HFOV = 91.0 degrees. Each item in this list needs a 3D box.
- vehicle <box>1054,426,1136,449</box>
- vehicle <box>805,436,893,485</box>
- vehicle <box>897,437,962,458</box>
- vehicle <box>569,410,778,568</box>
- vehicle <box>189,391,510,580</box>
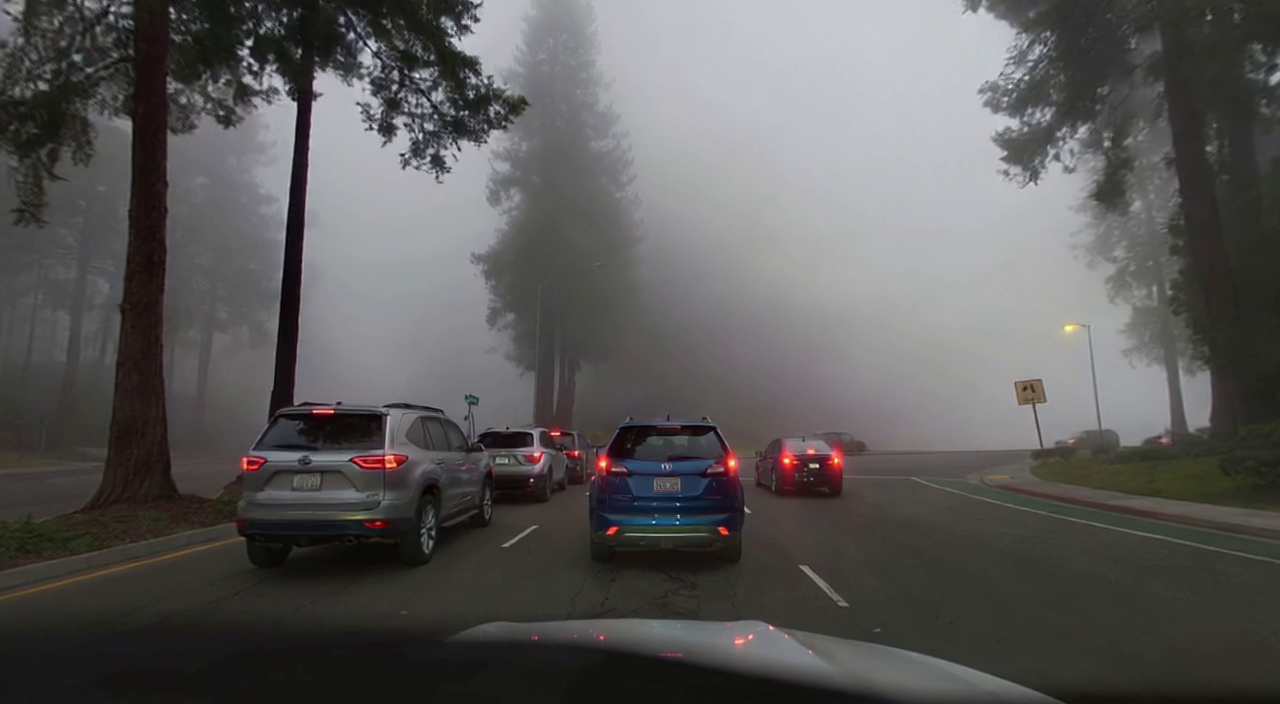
[{"bbox_3d":[33.284,6.320,46.227,4.632,1.580,1.801,-5,-10,30],"label":"vehicle"},{"bbox_3d":[7.454,3.889,22.961,2.067,1.599,4.251,-1,-8,5],"label":"vehicle"},{"bbox_3d":[20.155,6.661,43.867,3.944,1.398,1.701,-4,-9,24],"label":"vehicle"},{"bbox_3d":[0.371,1.756,8.778,2.189,1.649,4.171,0,-8,1],"label":"vehicle"},{"bbox_3d":[-3.256,1.606,8.310,2.085,1.812,4.388,0,-8,0],"label":"vehicle"}]
